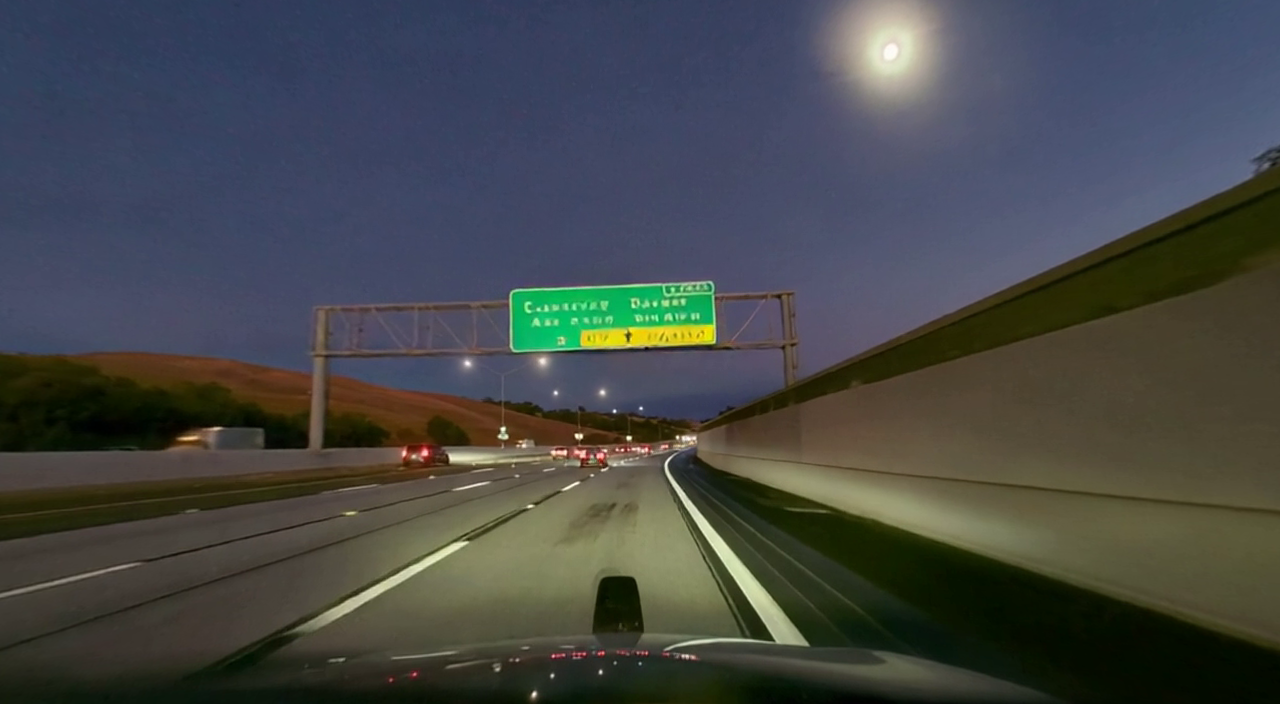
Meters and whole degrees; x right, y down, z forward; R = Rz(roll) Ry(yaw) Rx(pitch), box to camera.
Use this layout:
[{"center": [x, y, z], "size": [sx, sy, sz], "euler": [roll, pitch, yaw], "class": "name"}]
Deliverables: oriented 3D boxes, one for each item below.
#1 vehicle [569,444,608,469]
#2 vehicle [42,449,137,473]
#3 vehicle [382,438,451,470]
[{"center": [-3.174, 6.501, 39.472], "size": [1.931, 1.492, 4.076], "euler": [0, -9, 2], "class": "vehicle"}, {"center": [-36.532, 7.218, 42.117], "size": [1.843, 1.514, 4.935], "euler": [0, -9, 1], "class": "vehicle"}, {"center": [-12.983, 5.974, 37.054], "size": [2.076, 1.766, 4.831], "euler": [0, -9, 2], "class": "vehicle"}]
